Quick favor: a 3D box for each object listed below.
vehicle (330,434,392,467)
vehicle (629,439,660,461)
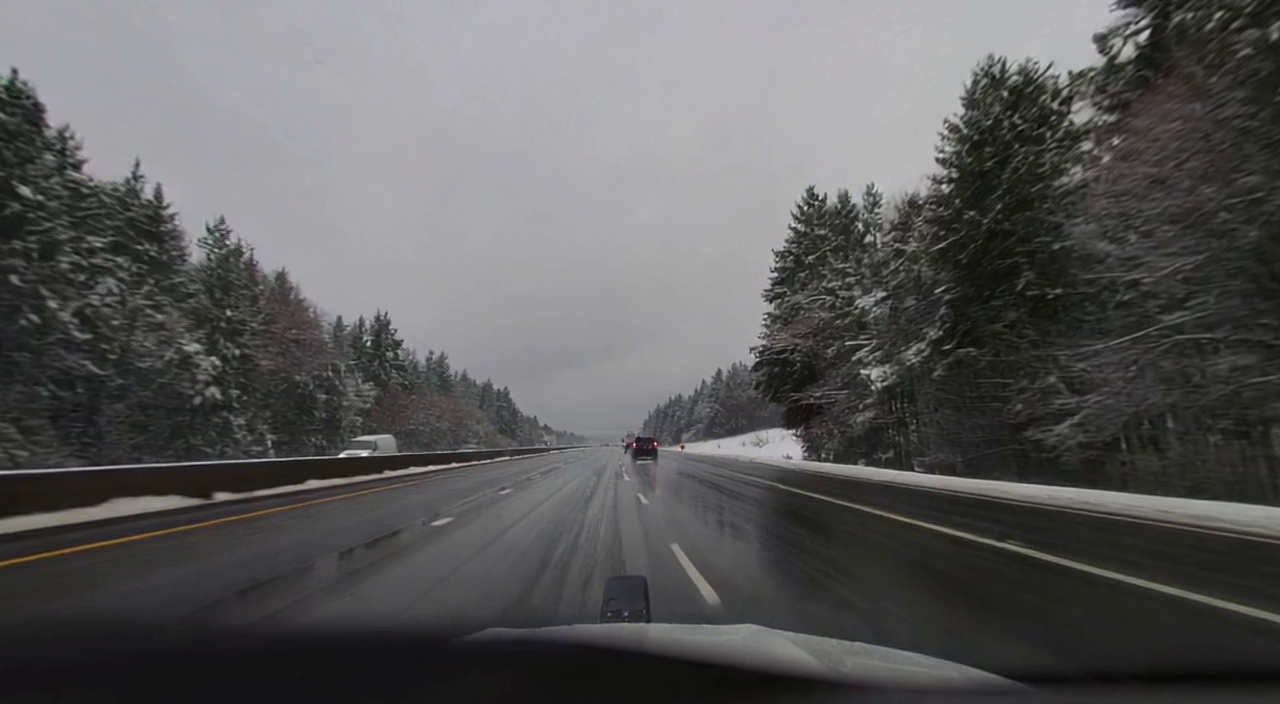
[{"bbox_3d":[-21.704,7.685,49.244,2.308,2.388,5.775,0,-8,-2],"label":"vehicle"},{"bbox_3d":[0.283,7.526,48.580,2.251,1.638,4.296,0,-8,-2],"label":"vehicle"}]
